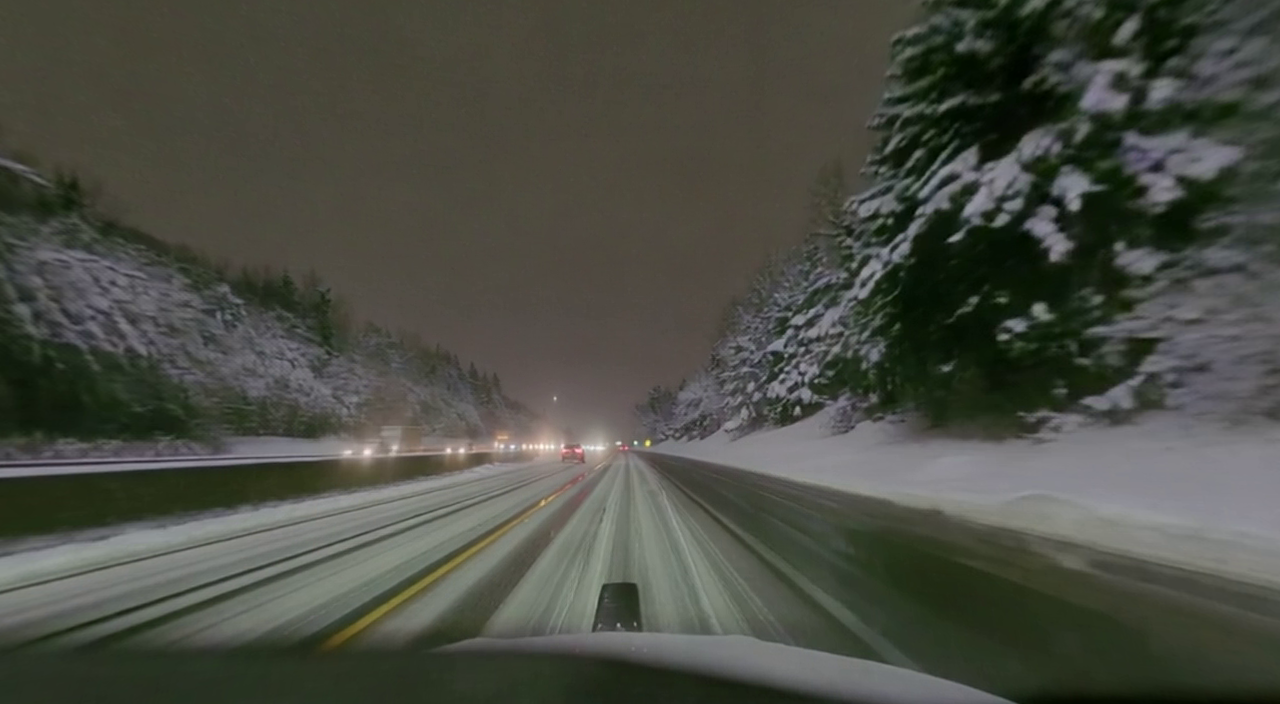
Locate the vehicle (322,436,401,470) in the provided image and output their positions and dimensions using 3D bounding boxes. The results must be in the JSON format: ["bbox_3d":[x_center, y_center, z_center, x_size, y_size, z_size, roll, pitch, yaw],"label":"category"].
[{"bbox_3d":[-13.180,4.796,29.909,1.906,1.474,4.062,0,-9,0],"label":"vehicle"}]

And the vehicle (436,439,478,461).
[{"bbox_3d":[-13.198,7.133,45.511,1.862,1.487,4.033,0,-9,0],"label":"vehicle"}]

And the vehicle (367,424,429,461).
[{"bbox_3d":[-18.036,6.853,47.155,2.363,2.579,5.795,0,-9,-1],"label":"vehicle"}]

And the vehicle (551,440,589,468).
[{"bbox_3d":[-4.489,6.610,40.821,2.098,1.692,4.038,0,-9,-1],"label":"vehicle"}]
